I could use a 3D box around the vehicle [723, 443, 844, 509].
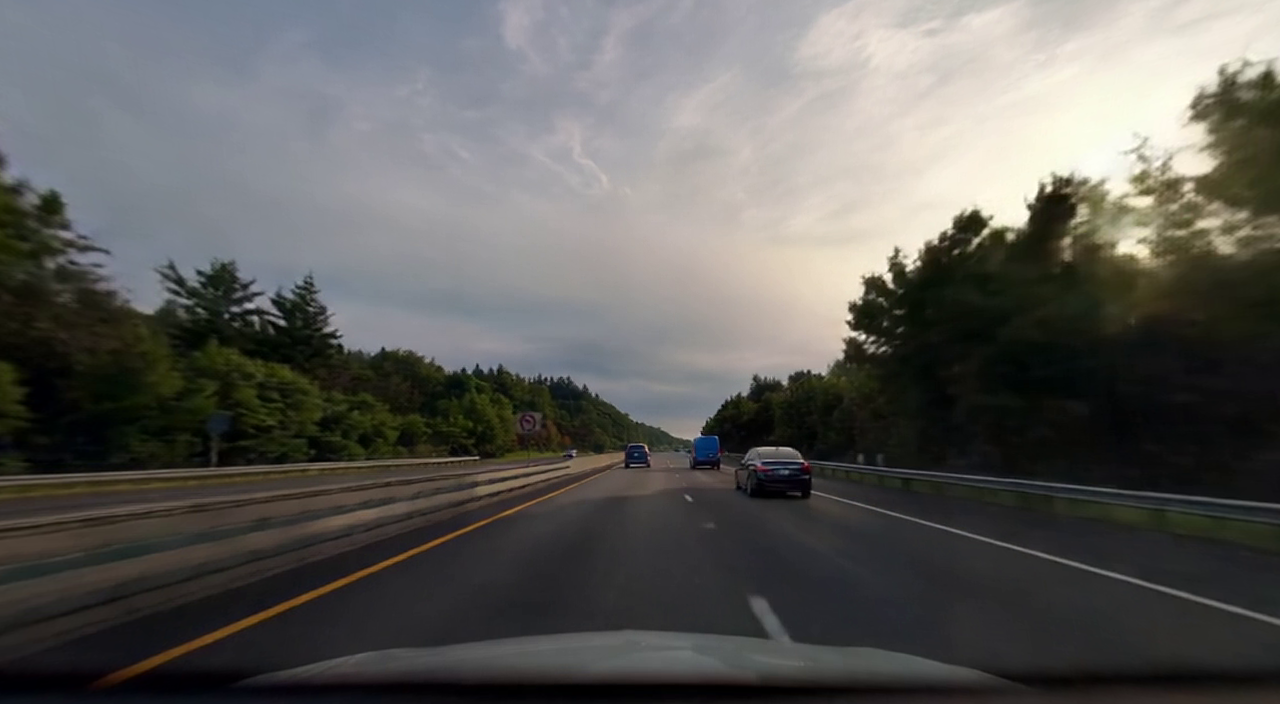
[{"bbox_3d":[3.490,3.113,16.389,2.043,1.431,4.922,0,-9,1],"label":"vehicle"}]

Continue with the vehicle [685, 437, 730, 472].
[{"bbox_3d":[4.159,6.471,39.759,2.371,2.045,4.768,0,-9,1],"label":"vehicle"}]

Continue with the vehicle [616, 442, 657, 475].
[{"bbox_3d":[-0.133,5.905,35.215,2.087,1.707,4.316,-1,-9,2],"label":"vehicle"}]
